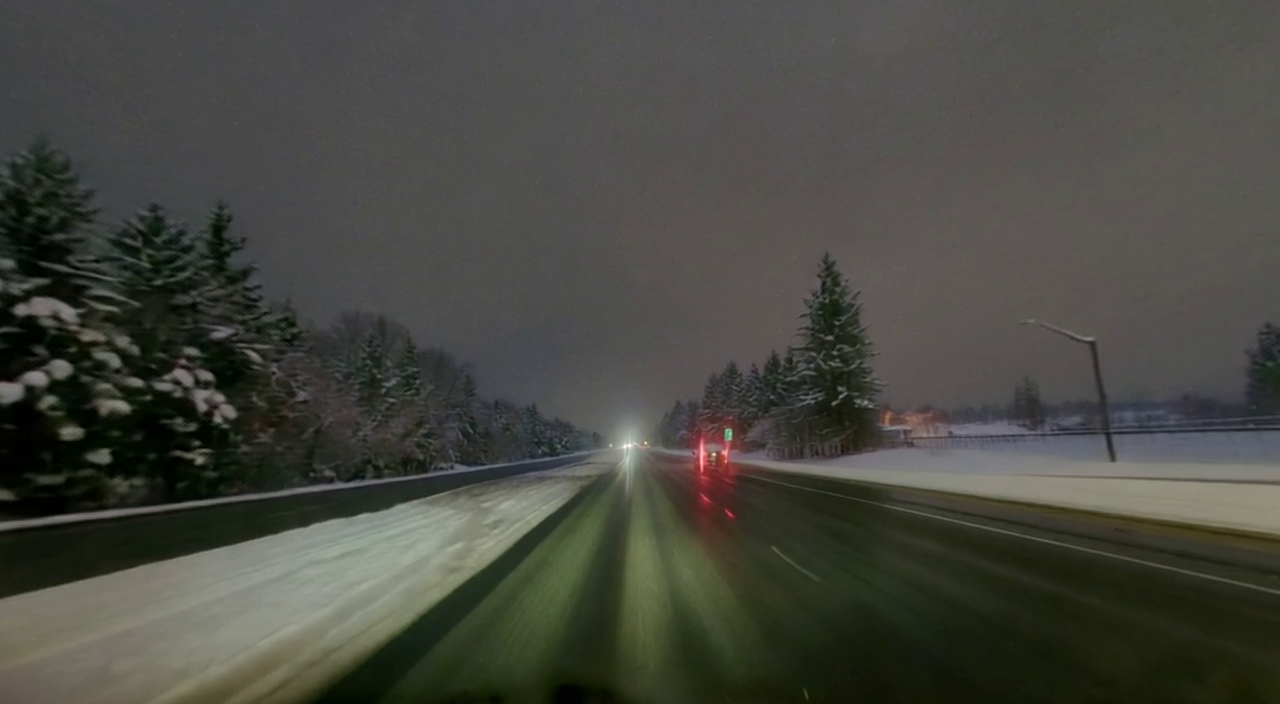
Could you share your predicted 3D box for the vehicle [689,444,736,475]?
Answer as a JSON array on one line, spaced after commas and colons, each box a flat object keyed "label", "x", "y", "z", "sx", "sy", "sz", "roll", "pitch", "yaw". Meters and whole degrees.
[{"label": "vehicle", "x": 3.978, "y": 5.983, "z": 35.271, "sx": 2.013, "sy": 1.584, "sz": 3.995, "roll": 0, "pitch": -9, "yaw": -1}]
